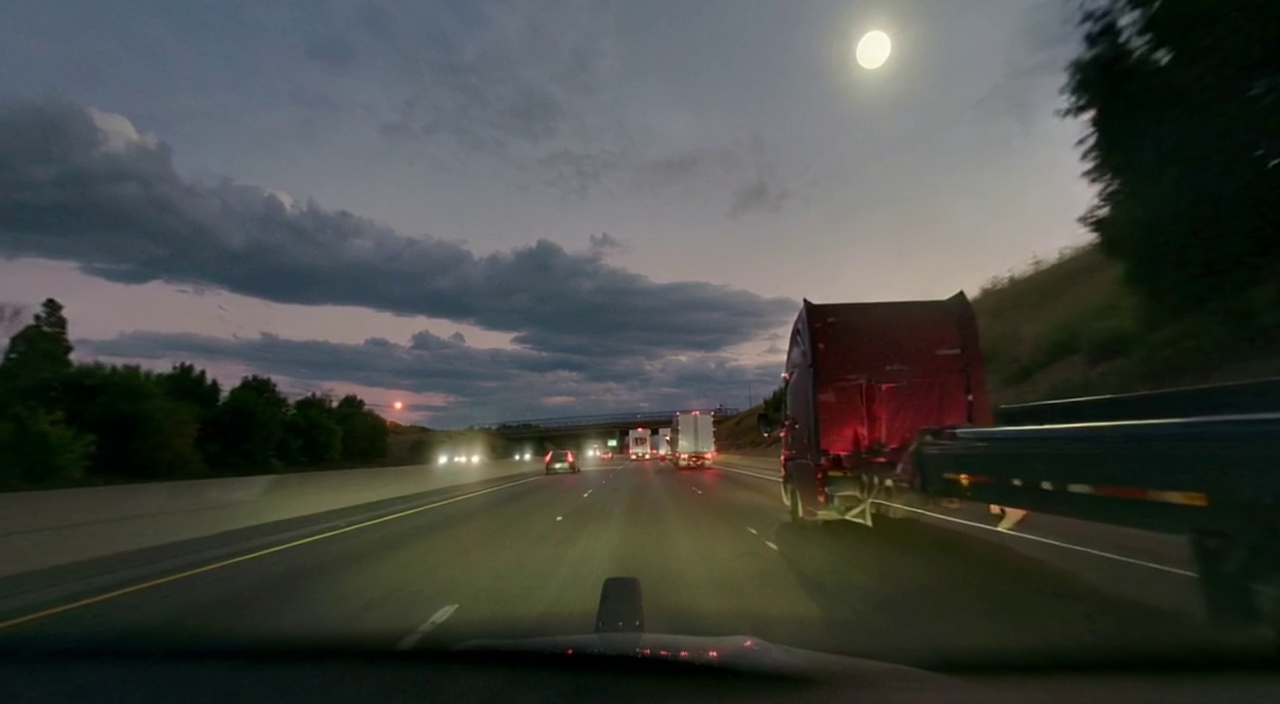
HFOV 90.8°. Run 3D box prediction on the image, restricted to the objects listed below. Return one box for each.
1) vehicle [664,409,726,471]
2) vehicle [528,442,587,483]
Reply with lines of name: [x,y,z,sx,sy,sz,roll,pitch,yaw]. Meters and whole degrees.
vehicle: [3.908,7.009,49.414,3.131,4.037,16.729,0,-9,-1]
vehicle: [-3.531,4.821,27.687,2.007,1.647,3.854,0,-9,1]
